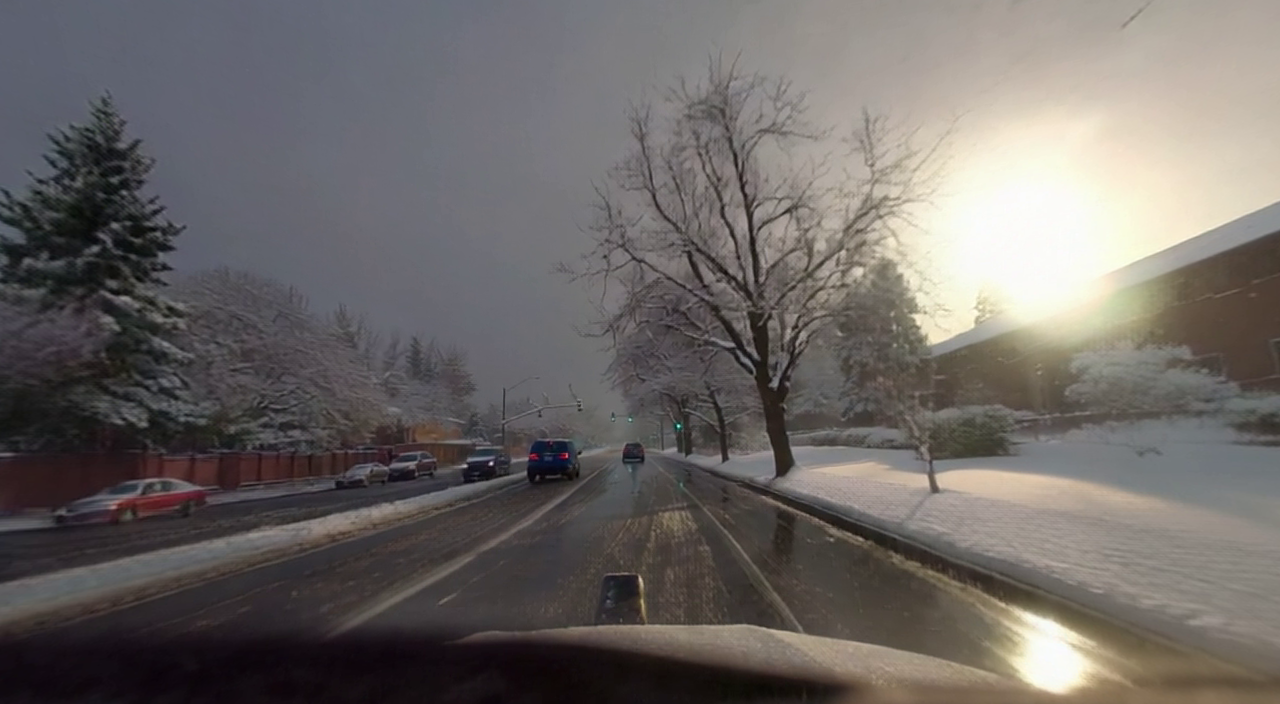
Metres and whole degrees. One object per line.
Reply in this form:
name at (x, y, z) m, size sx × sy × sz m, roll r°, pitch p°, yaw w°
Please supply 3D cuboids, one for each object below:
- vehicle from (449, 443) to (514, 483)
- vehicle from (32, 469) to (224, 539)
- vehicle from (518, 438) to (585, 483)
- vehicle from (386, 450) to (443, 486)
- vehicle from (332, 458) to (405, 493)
vehicle at (-8.050, 5.654, 32.503) m, size 2.084 × 1.731 × 4.595 m, roll -4°, pitch -8°, yaw 0°
vehicle at (-14.727, 4.343, 18.599) m, size 1.874 × 1.392 × 4.633 m, roll -7°, pitch -8°, yaw -1°
vehicle at (-3.616, 4.551, 26.772) m, size 2.097 × 1.755 × 4.336 m, roll 0°, pitch -8°, yaw 1°
vehicle at (-14.551, 7.474, 41.063) m, size 1.996 × 1.886 × 4.692 m, roll -6°, pitch -8°, yaw -1°
vehicle at (-14.661, 6.667, 34.414) m, size 1.880 × 1.476 × 4.715 m, roll -6°, pitch -8°, yaw 0°
